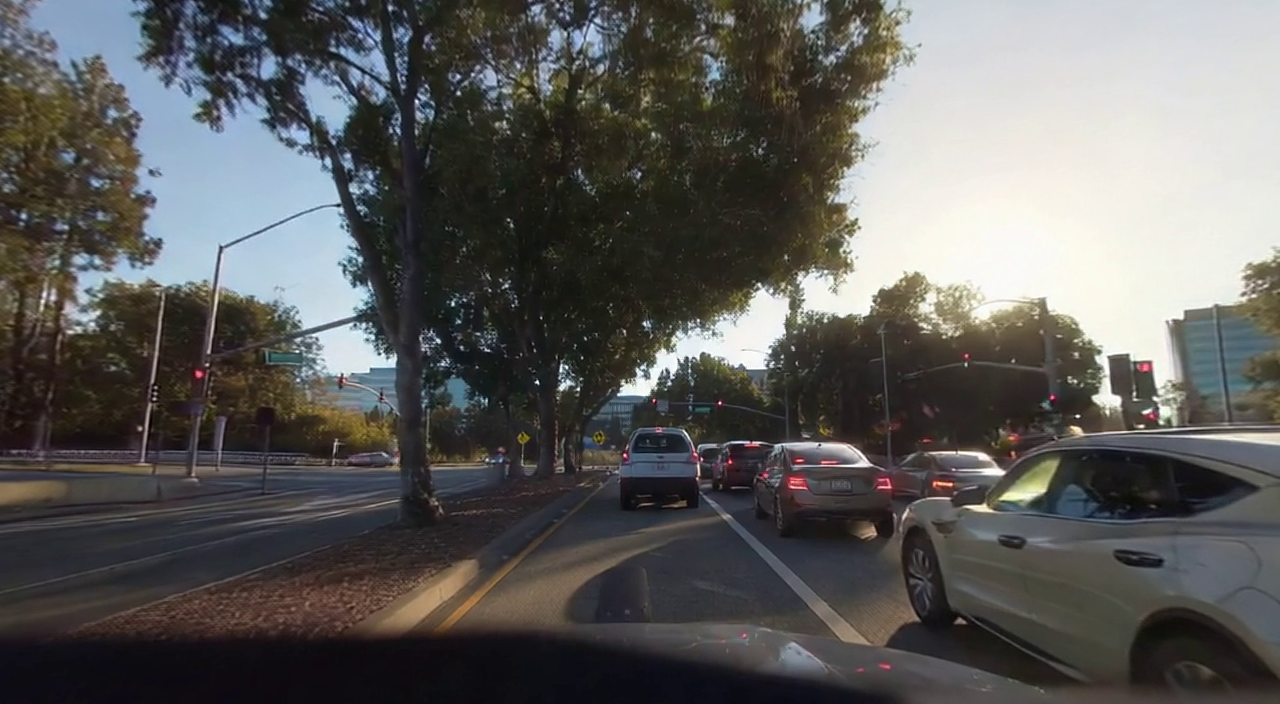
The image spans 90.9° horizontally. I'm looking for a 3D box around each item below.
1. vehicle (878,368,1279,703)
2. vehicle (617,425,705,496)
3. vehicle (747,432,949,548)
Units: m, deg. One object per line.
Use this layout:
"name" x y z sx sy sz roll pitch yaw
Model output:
"vehicle" 2.960 0.997 2.994 2.078 1.578 4.107 0 -8 1
"vehicle" 0.515 3.136 18.561 2.245 1.800 4.522 0 -8 -1
"vehicle" 3.085 2.075 10.436 1.956 1.477 4.285 0 -7 1
